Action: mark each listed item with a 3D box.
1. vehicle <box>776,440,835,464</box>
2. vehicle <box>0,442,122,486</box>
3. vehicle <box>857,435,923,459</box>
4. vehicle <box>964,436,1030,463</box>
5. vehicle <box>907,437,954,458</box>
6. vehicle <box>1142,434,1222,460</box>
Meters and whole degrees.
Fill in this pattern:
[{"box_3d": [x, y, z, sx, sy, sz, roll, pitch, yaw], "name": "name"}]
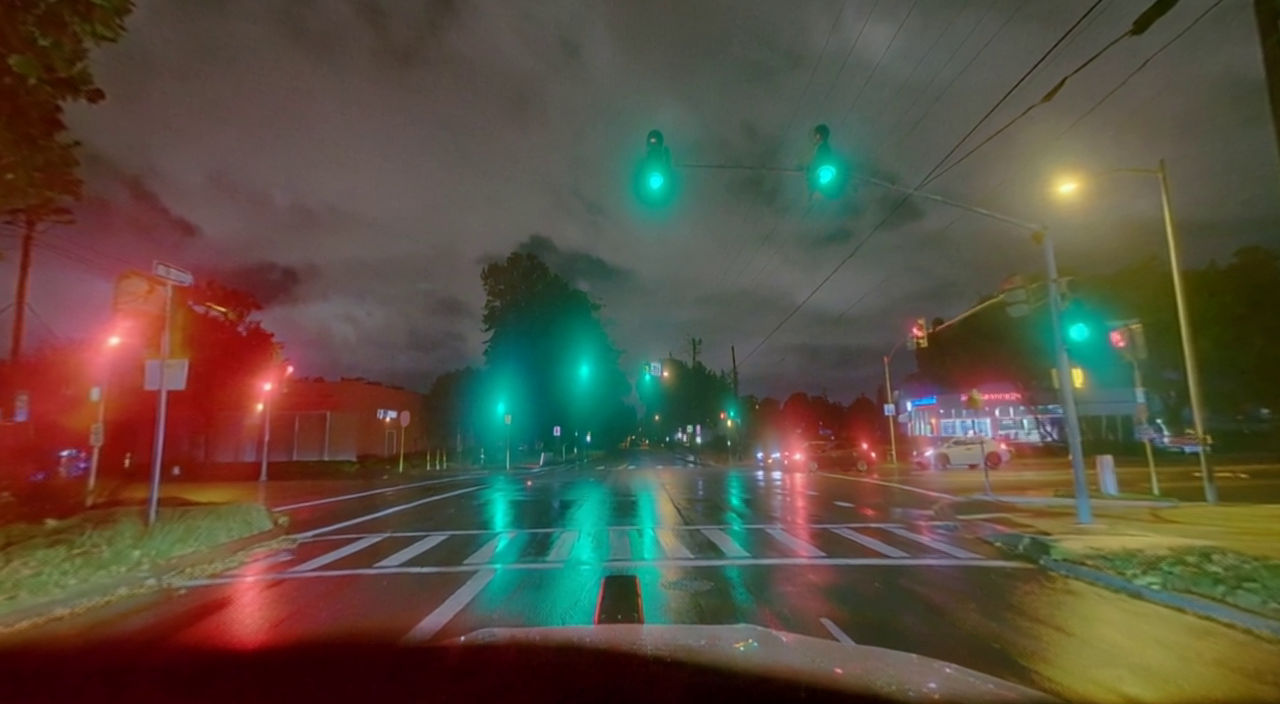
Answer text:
[{"box_3d": [11.107, 6.700, 41.932, 1.955, 1.508, 4.295, -8, -12, 42], "name": "vehicle"}, {"box_3d": [-22.833, 4.256, 23.911, 4.362, 1.593, 1.936, -1, -9, 2], "name": "vehicle"}, {"box_3d": [16.924, 6.435, 42.357, 4.522, 1.546, 1.941, 6, -11, -35], "name": "vehicle"}, {"box_3d": [20.944, 5.702, 36.883, 1.851, 1.388, 3.475, 0, -6, 0], "name": "vehicle"}, {"box_3d": [21.822, 7.201, 47.225, 1.923, 1.463, 3.758, -1, -9, 3], "name": "vehicle"}, {"box_3d": [31.456, 5.528, 36.476, 1.612, 1.402, 3.320, -1, -8, 0], "name": "vehicle"}]
